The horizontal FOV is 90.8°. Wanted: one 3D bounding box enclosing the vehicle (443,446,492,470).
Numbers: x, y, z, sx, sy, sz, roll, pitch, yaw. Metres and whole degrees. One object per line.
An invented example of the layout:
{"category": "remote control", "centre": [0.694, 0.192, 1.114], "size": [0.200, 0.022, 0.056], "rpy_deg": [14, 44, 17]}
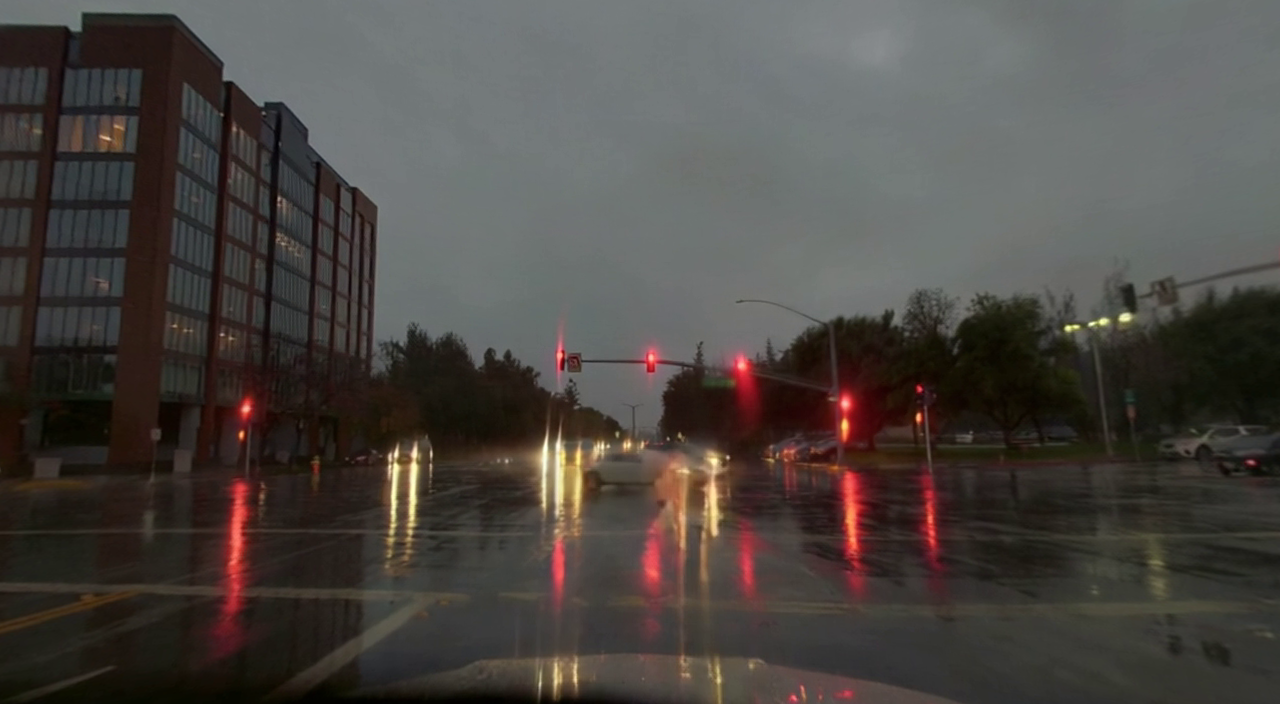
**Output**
{"category": "vehicle", "centre": [-11.634, 7.148, 42.816], "size": [2.003, 1.476, 4.297], "rpy_deg": [-1, -9, 2]}

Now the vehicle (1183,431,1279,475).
{"category": "vehicle", "centre": [22.326, 3.557, 22.356], "size": [4.474, 1.477, 1.908], "rpy_deg": [0, -9, -3]}

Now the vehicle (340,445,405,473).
{"category": "vehicle", "centre": [-18.543, 7.409, 44.086], "size": [2.237, 1.842, 5.116], "rpy_deg": [0, -9, 0]}

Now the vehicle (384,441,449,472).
{"category": "vehicle", "centre": [-15.133, 7.125, 43.241], "size": [2.340, 1.946, 5.450], "rpy_deg": [-1, -9, 1]}

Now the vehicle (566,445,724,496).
{"category": "vehicle", "centre": [0.102, 3.333, 18.071], "size": [4.093, 1.288, 1.910], "rpy_deg": [-6, -10, 32]}
